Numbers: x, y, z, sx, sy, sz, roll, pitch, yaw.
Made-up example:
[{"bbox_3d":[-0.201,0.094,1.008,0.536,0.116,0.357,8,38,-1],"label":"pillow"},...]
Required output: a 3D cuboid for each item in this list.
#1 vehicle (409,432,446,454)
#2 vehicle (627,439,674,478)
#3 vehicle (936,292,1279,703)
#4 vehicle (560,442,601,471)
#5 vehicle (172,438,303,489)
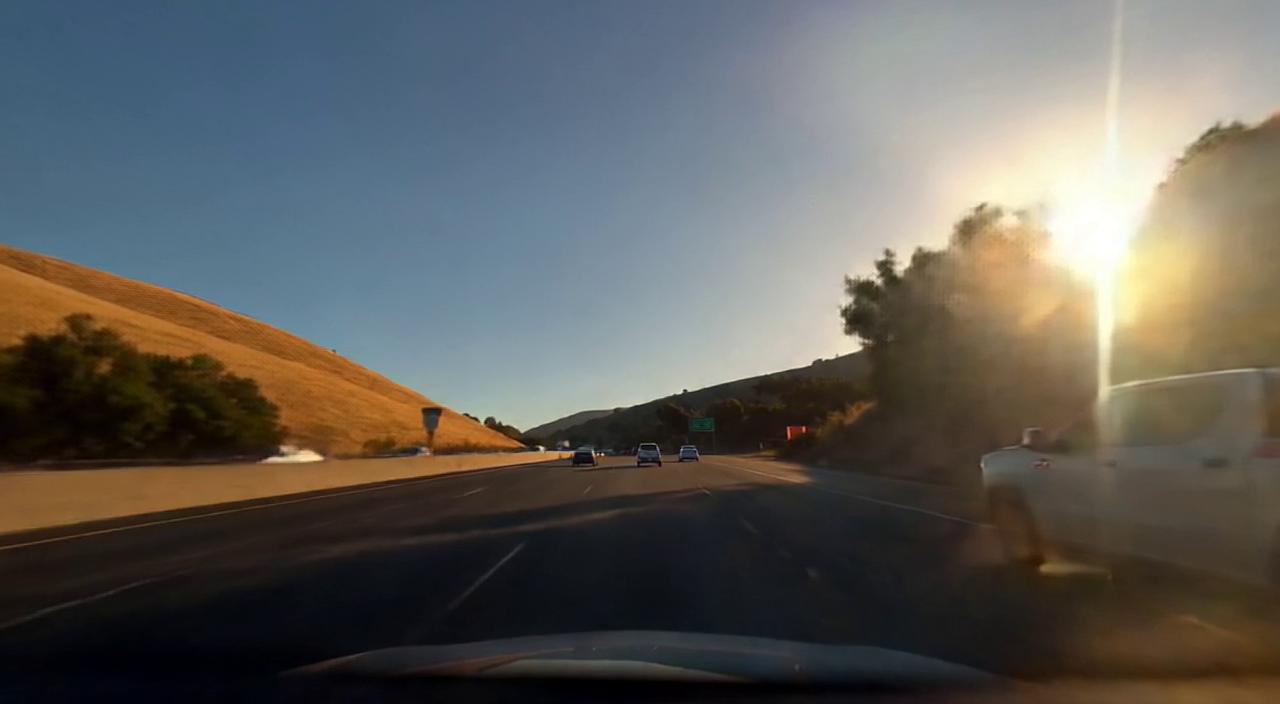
[{"bbox_3d":[-15.928,6.877,47.422,1.641,1.382,3.344,-3,-12,0],"label":"vehicle"},{"bbox_3d":[0.463,4.954,29.723,2.086,1.685,4.206,0,-8,0],"label":"vehicle"},{"bbox_3d":[4.267,0.772,3.191,2.700,1.980,5.866,0,-8,0],"label":"vehicle"},{"bbox_3d":[-3.623,6.422,39.089,2.076,1.690,4.113,0,-8,1],"label":"vehicle"},{"bbox_3d":[-12.541,3.476,19.968,1.616,1.444,3.746,0,-8,1],"label":"vehicle"}]
